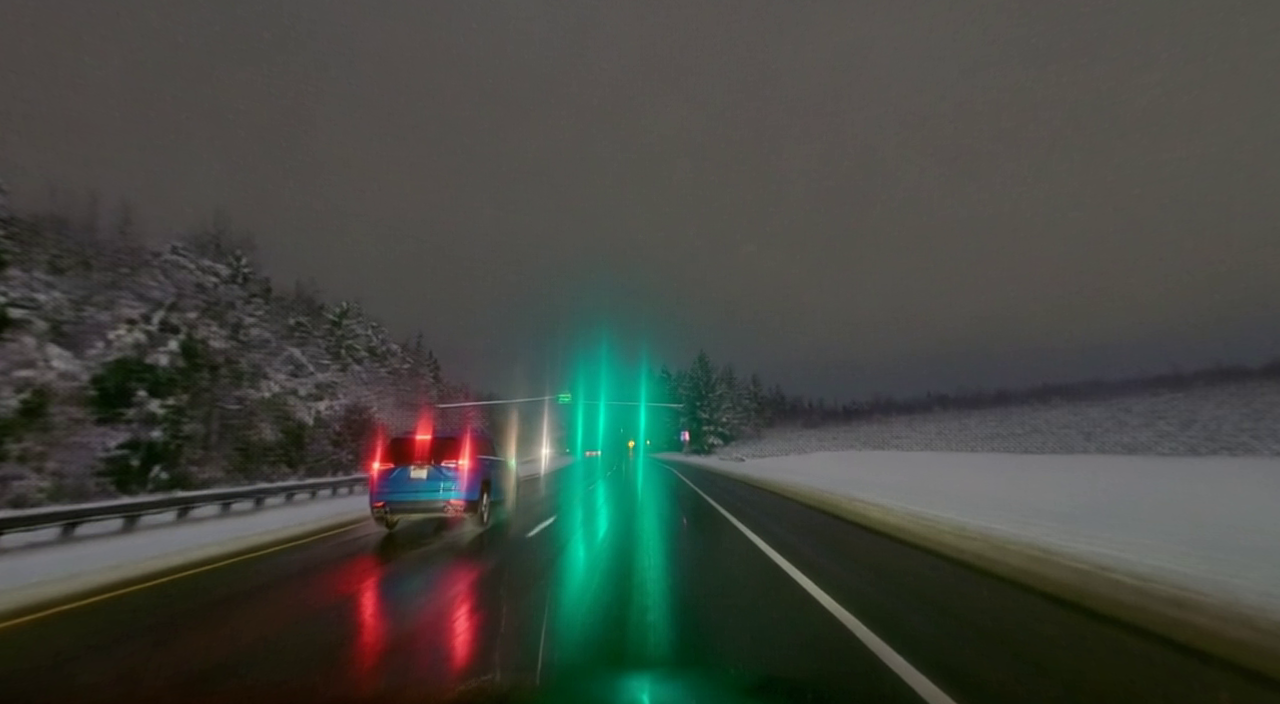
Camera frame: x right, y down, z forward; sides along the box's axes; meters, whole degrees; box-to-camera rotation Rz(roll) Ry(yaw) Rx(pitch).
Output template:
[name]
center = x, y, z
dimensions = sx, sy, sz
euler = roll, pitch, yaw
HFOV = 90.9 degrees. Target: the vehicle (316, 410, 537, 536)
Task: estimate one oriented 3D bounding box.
[vehicle]
center = -3.591, 2.172, 11.925
dimensions = 2.336, 1.857, 4.986
euler = 0, -8, 1
